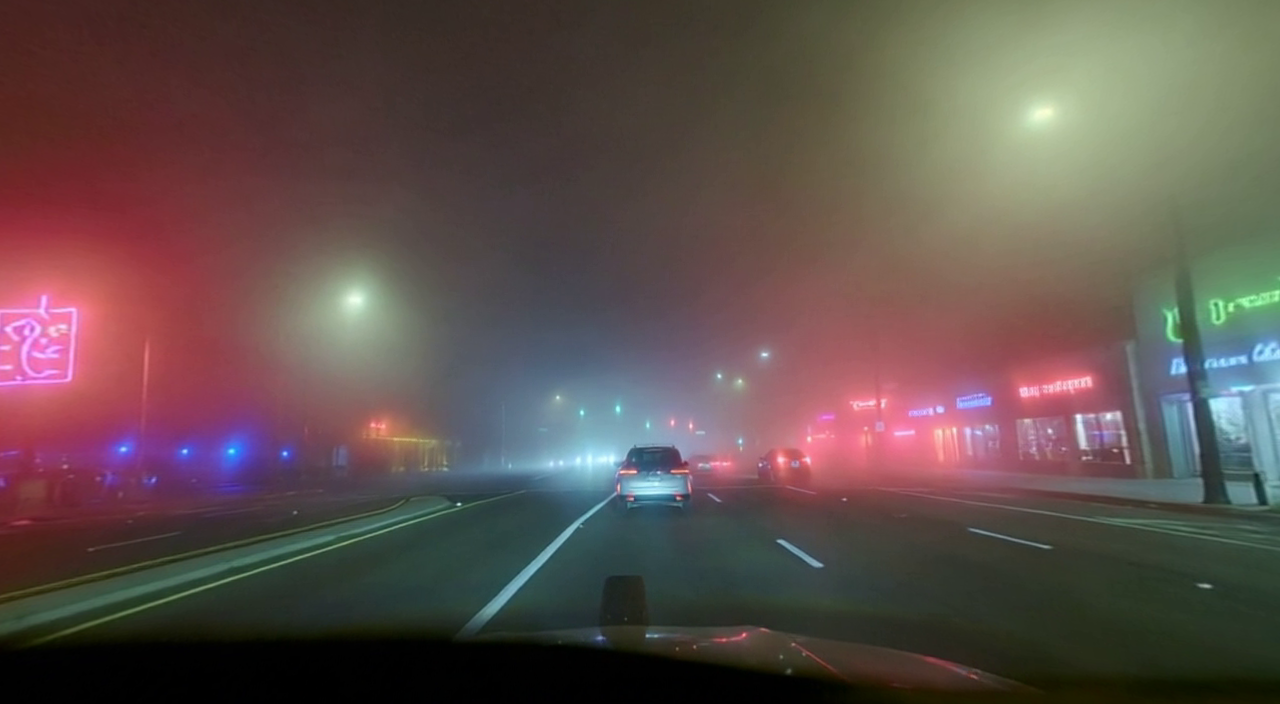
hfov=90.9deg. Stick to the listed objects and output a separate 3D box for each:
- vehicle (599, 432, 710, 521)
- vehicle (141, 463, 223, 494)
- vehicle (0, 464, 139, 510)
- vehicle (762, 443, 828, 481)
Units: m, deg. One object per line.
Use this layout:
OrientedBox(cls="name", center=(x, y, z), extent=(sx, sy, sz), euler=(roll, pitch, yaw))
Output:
OrientedBox(cls="vehicle", center=(0.272, 2.671, 14.027), extent=(2.125, 1.669, 3.880), euler=(0, -8, 0))
OrientedBox(cls="vehicle", center=(-27.892, 7.700, 38.543), extent=(1.861, 1.578, 4.152), euler=(0, -8, 1))
OrientedBox(cls="vehicle", center=(-25.888, 6.098, 28.821), extent=(2.026, 1.808, 4.835), euler=(0, -9, -2))
OrientedBox(cls="vehicle", center=(7.189, 5.146, 29.746), extent=(2.086, 1.627, 4.294), euler=(0, -8, 1))
